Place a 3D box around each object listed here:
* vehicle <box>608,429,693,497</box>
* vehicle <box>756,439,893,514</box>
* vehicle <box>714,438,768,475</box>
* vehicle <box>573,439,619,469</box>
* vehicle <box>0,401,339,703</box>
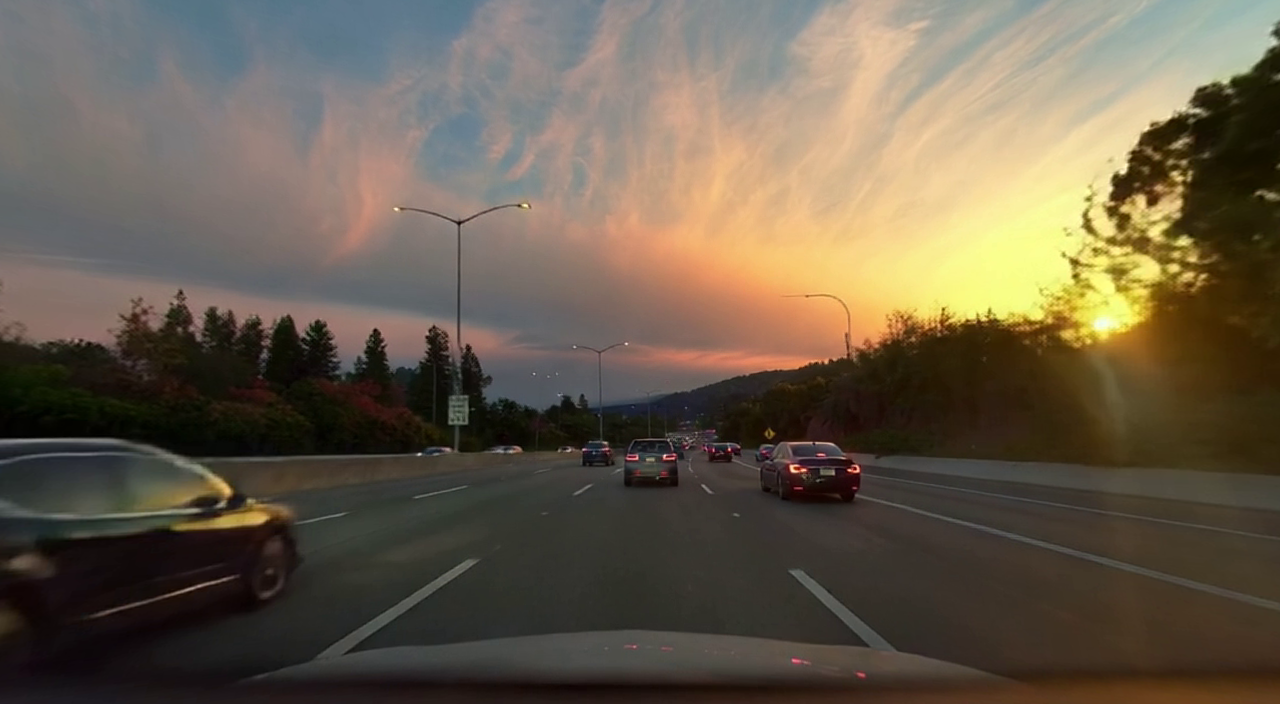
[{"bbox_3d":[0.325,3.171,18.289,2.181,1.728,3.970,0,-9,1],"label":"vehicle"},{"bbox_3d":[4.180,2.889,15.114,1.999,1.514,4.338,0,-9,0],"label":"vehicle"},{"bbox_3d":[4.926,5.174,31.354,2.063,1.710,4.591,0,-9,2],"label":"vehicle"},{"bbox_3d":[-2.550,6.092,37.627,2.128,1.627,4.697,0,-9,4],"label":"vehicle"},{"bbox_3d":[-3.798,1.086,3.585,2.012,1.495,4.169,0,-9,1],"label":"vehicle"}]
